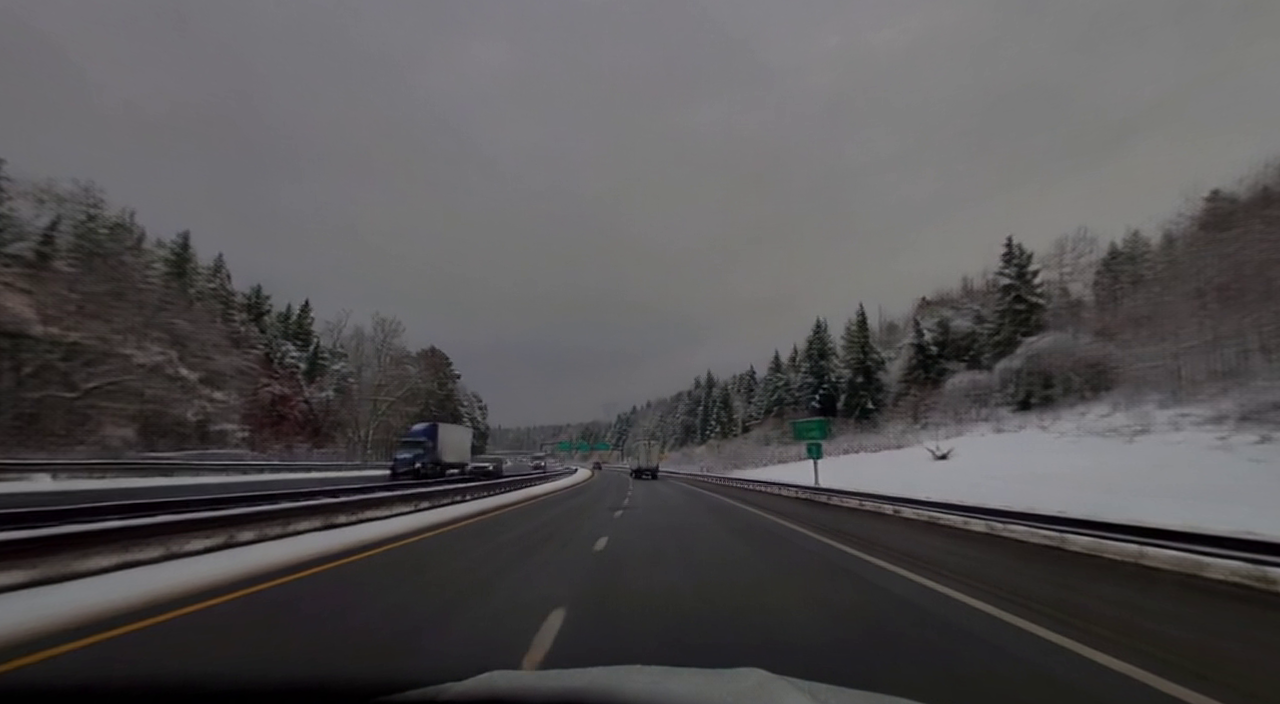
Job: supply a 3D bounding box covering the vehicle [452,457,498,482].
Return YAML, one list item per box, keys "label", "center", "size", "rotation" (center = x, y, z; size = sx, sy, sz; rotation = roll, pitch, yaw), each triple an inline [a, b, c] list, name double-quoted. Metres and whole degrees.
- label: "vehicle"
  center: [-11.321, 8.104, 43.485]
  size: [1.919, 1.589, 4.558]
  rotation: [1, -11, -1]

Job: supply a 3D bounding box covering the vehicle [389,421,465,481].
- label: "vehicle"
  center: [-15.632, 7.390, 46.741]
  size: [3.462, 4.089, 5.413]
  rotation: [1, -11, 0]
